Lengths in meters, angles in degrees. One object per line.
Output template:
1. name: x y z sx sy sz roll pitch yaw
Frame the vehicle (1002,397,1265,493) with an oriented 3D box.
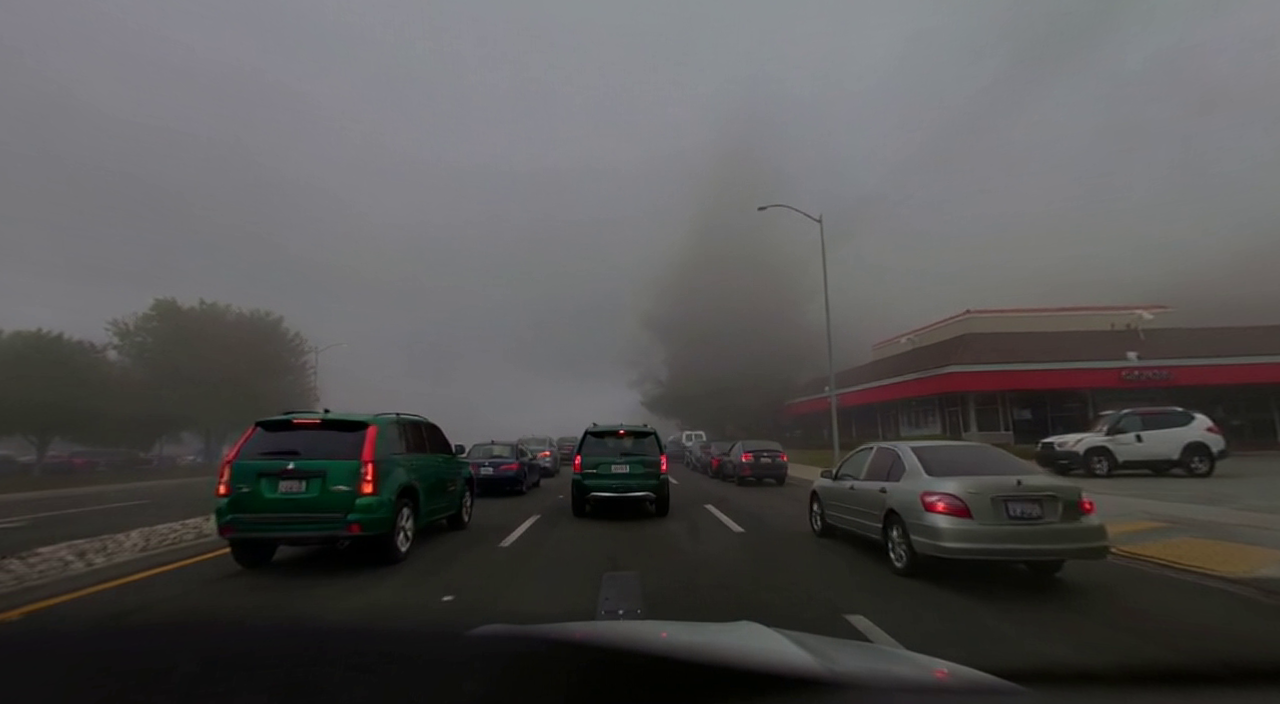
1. vehicle: 11.675 2.281 15.614 2.350 1.929 4.893 -1 -8 -2

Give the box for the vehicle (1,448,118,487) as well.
1. vehicle: -30.936 6.154 33.767 4.209 1.733 1.932 -2 -7 -4

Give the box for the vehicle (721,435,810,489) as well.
1. vehicle: 3.859 3.451 20.186 1.875 1.521 4.192 0 -8 -1

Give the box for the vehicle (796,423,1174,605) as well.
1. vehicle: 3.376 1.653 7.414 1.900 1.477 4.352 0 -8 -1

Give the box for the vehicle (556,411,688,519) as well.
1. vehicle: -0.347 2.248 12.927 2.238 1.825 4.190 0 -9 -1

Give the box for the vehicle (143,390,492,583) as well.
1. vehicle: -3.643 1.630 8.396 2.231 1.853 4.461 0 -9 0
